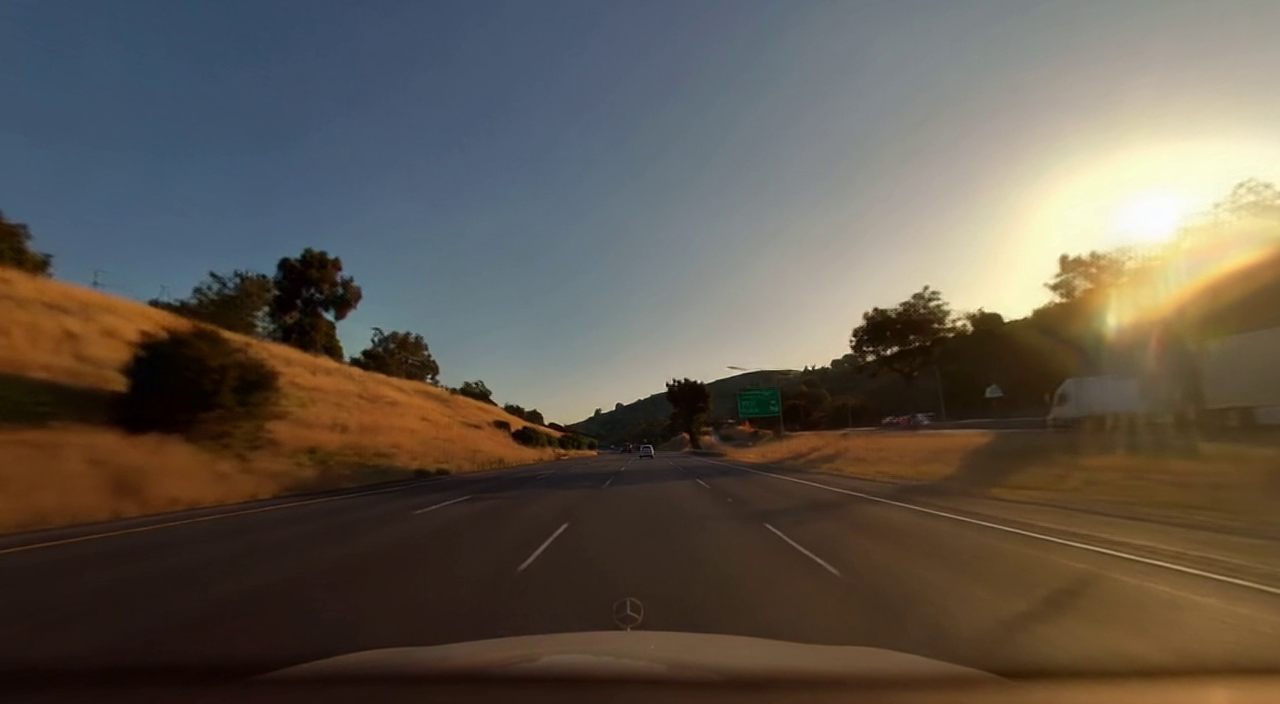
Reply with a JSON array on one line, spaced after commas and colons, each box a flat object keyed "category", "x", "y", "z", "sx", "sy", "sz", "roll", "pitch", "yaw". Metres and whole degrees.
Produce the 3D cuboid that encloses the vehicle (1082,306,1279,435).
[{"category": "vehicle", "x": 23.400, "y": 0.718, "z": 22.657, "sx": 2.978, "sy": 4.245, "sz": 16.936, "roll": 0, "pitch": -8, "yaw": 0}]
